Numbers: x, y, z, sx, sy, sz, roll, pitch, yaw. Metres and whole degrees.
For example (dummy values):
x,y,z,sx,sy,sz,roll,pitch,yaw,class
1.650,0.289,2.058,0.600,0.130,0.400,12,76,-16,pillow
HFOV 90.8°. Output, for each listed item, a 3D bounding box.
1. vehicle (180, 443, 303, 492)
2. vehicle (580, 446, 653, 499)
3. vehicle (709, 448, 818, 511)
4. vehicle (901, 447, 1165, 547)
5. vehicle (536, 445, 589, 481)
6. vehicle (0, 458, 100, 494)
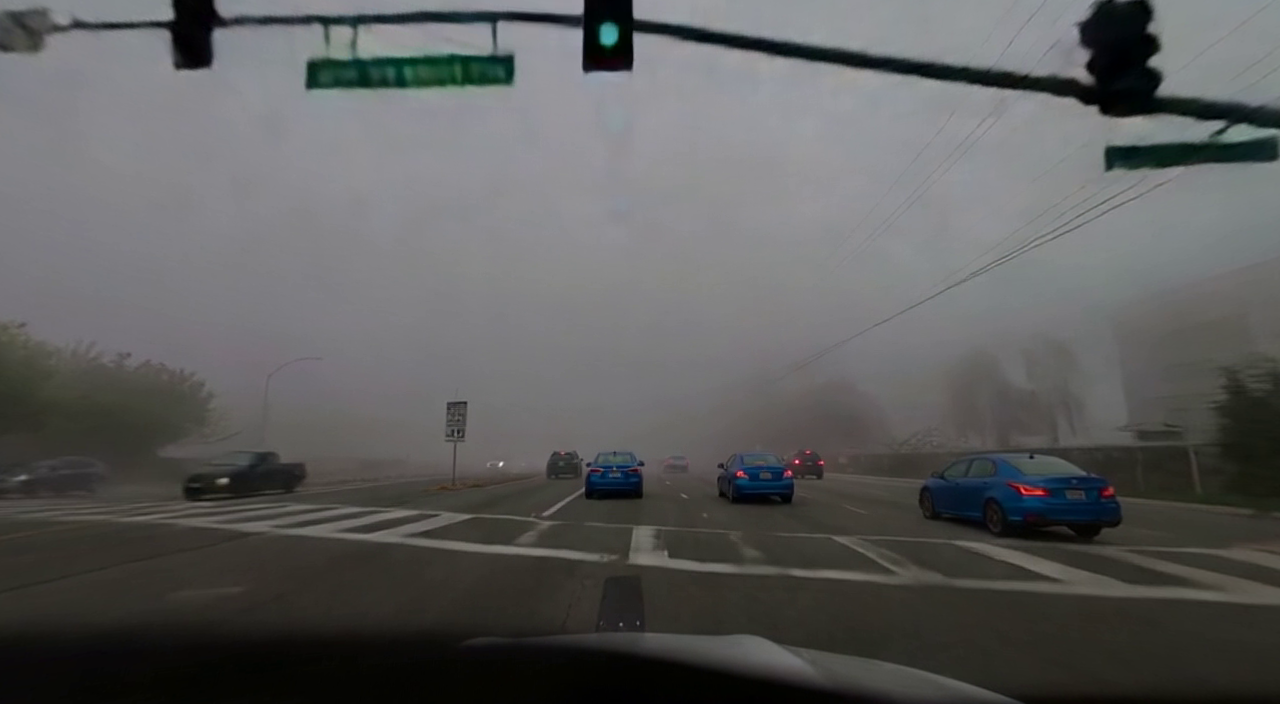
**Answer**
x,y,z,sx,sy,sz,roll,pitch,yaw,class
-16.336,4.714,26.261,2.064,1.827,4.647,0,-8,0,vehicle
-0.689,3.759,20.132,2.065,1.464,4.216,0,-8,0,vehicle
3.261,3.447,17.711,2.053,1.490,4.464,0,-8,-1,vehicle
6.863,2.530,11.794,2.004,1.455,4.417,0,-8,-1,vehicle
-3.769,5.476,31.481,2.073,1.606,4.364,0,-8,1,vehicle
-27.946,5.737,29.585,1.859,1.482,3.717,-1,-8,4,vehicle
